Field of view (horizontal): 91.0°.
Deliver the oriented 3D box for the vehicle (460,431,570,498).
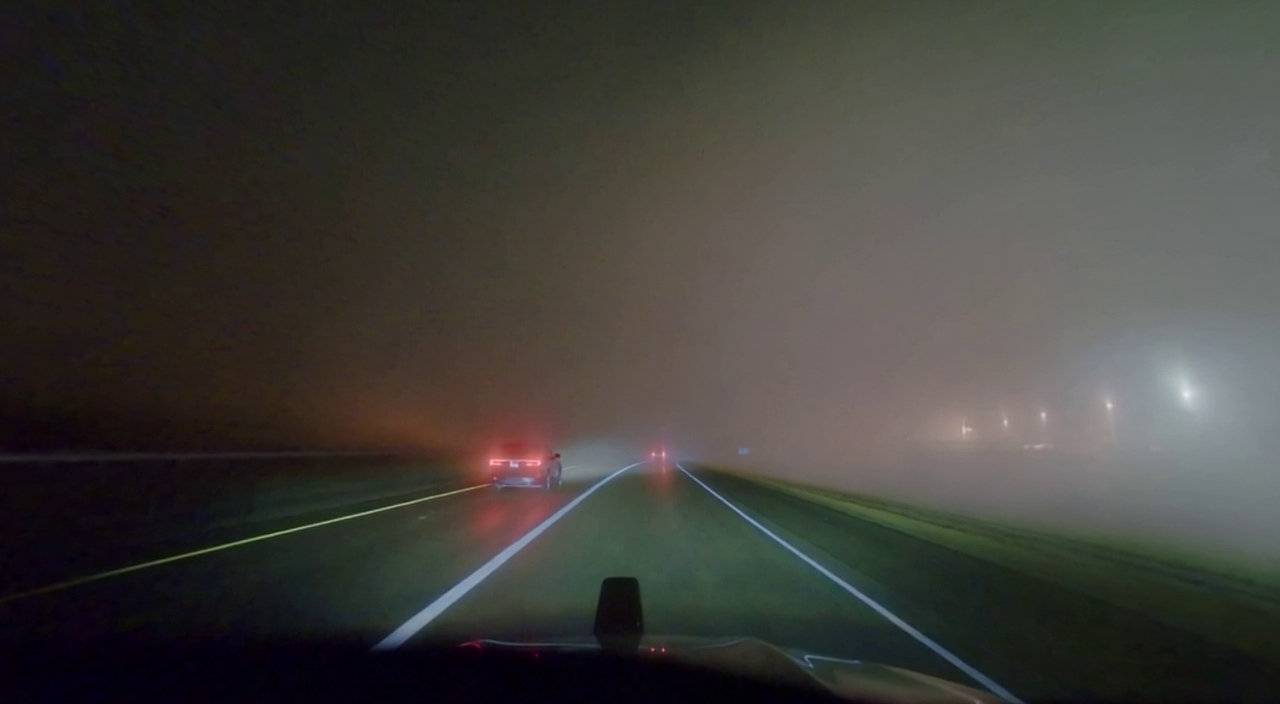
[{"bbox_3d":[-3.593,3.355,19.118,2.193,1.771,4.757,0,-9,2],"label":"vehicle"}]
